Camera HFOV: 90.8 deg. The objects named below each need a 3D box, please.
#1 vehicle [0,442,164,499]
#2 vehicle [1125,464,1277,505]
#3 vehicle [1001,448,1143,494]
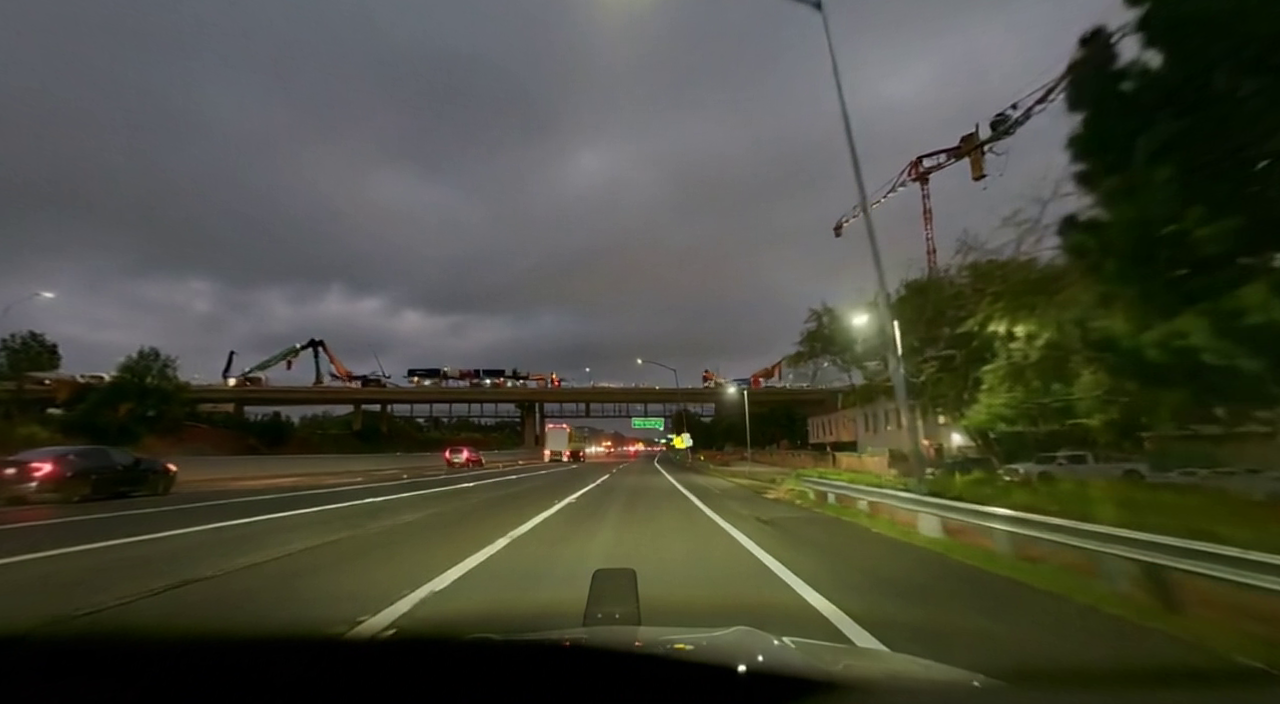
[{"bbox_3d":[-19.499,4.062,22.159,1.932,1.752,4.541,0,-9,2],"label":"vehicle"},{"bbox_3d":[22.753,5.380,25.737,4.308,1.519,1.951,0,-8,-1],"label":"vehicle"},{"bbox_3d":[22.603,6.218,33.208,5.721,1.944,2.251,-3,-7,-1],"label":"vehicle"}]
